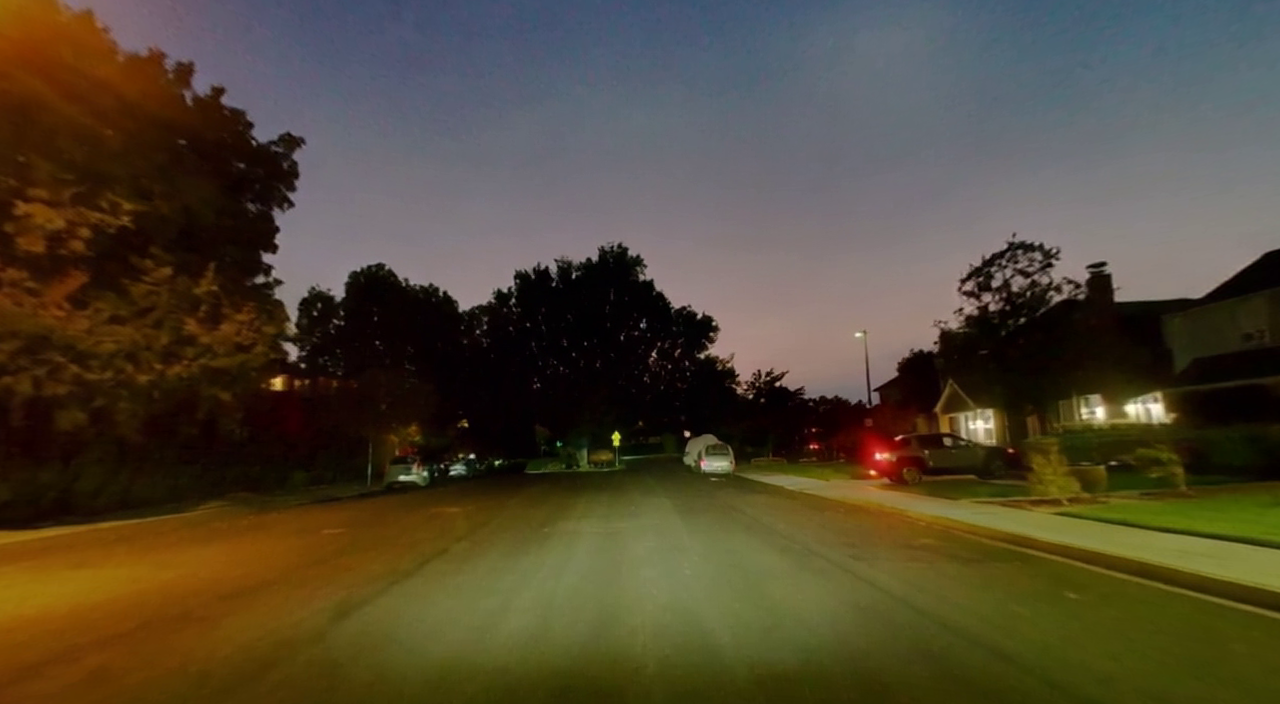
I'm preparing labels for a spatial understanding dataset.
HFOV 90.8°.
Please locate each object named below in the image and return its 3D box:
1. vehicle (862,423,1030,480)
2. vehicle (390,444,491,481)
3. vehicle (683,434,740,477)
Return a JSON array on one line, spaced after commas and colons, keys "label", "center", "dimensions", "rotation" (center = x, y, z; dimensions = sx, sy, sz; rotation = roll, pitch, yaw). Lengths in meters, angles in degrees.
[{"label": "vehicle", "center": [10.461, 3.450, 21.922], "dimensions": [4.733, 1.843, 2.005], "rotation": [0, -8, 1]}, {"label": "vehicle", "center": [-10.347, 5.733, 33.005], "dimensions": [4.620, 1.695, 2.004], "rotation": [5, -11, -40]}, {"label": "vehicle", "center": [3.380, 5.006, 30.773], "dimensions": [2.051, 1.925, 4.625], "rotation": [0, -8, -3]}]
